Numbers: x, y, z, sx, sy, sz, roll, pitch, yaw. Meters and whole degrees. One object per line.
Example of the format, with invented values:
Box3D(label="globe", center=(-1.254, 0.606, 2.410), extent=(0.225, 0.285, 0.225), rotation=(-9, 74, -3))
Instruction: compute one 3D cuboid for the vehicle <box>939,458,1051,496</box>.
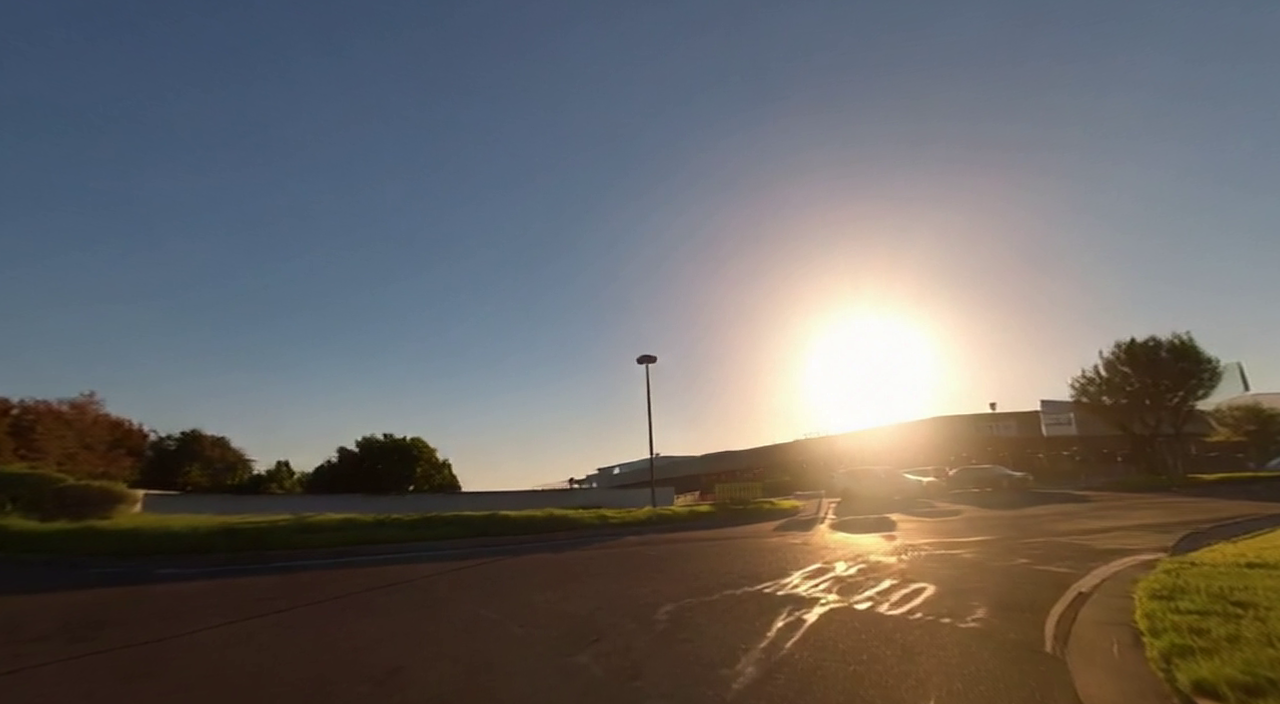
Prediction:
Box3D(label="vehicle", center=(15.537, 5.499, 27.823), extent=(1.825, 1.512, 3.943), rotation=(5, -11, -22))

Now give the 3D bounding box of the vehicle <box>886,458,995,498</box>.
Box3D(label="vehicle", center=(12.299, 5.246, 26.063), extent=(1.833, 1.490, 3.705), rotation=(6, -13, -22))

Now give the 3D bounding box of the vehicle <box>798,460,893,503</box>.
Box3D(label="vehicle", center=(8.454, 5.470, 26.341), extent=(1.944, 1.608, 3.715), rotation=(4, -14, -16))
